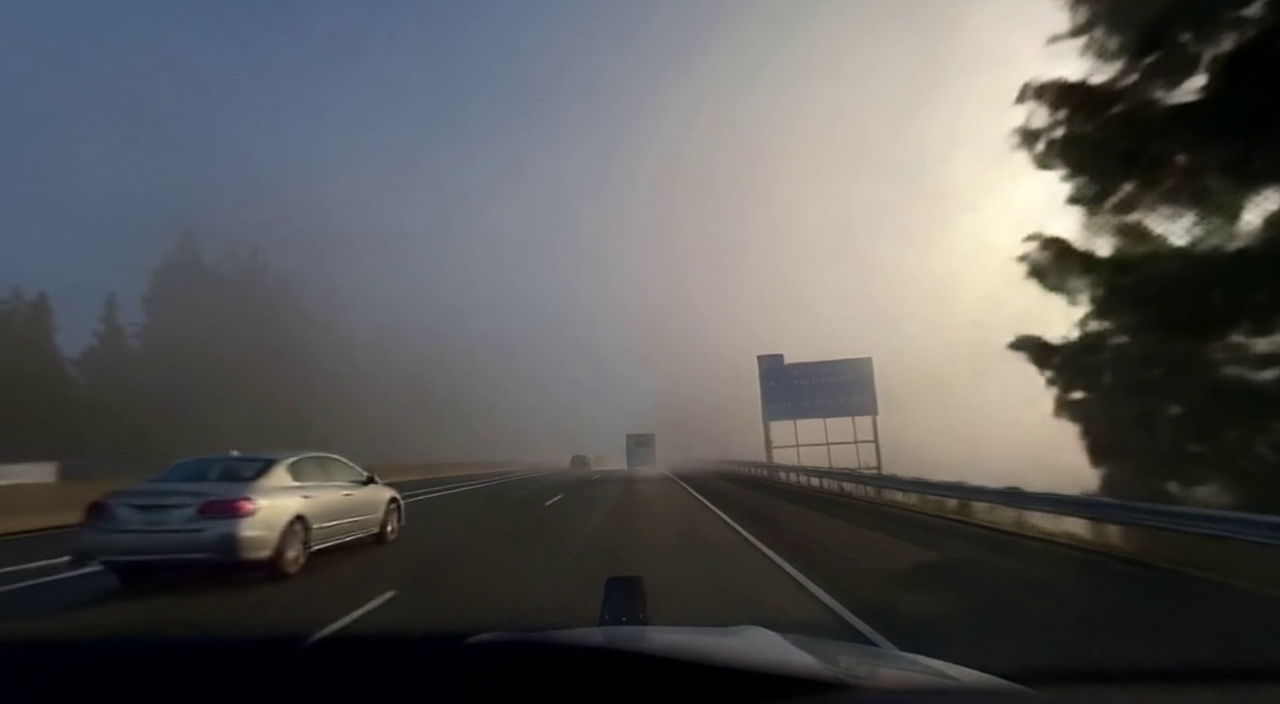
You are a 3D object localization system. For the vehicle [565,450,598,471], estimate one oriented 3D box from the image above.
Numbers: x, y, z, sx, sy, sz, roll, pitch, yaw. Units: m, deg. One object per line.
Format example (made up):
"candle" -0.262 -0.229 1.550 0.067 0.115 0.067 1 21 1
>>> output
"vehicle" -4.309 8.093 47.072 2.031 1.482 4.248 0 -9 0

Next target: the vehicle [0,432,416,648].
"vehicle" -4.168 1.642 6.597 1.998 1.460 4.422 0 -9 0

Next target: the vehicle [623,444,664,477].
"vehicle" 0.169 5.973 34.742 2.172 1.687 3.929 0 -9 0
